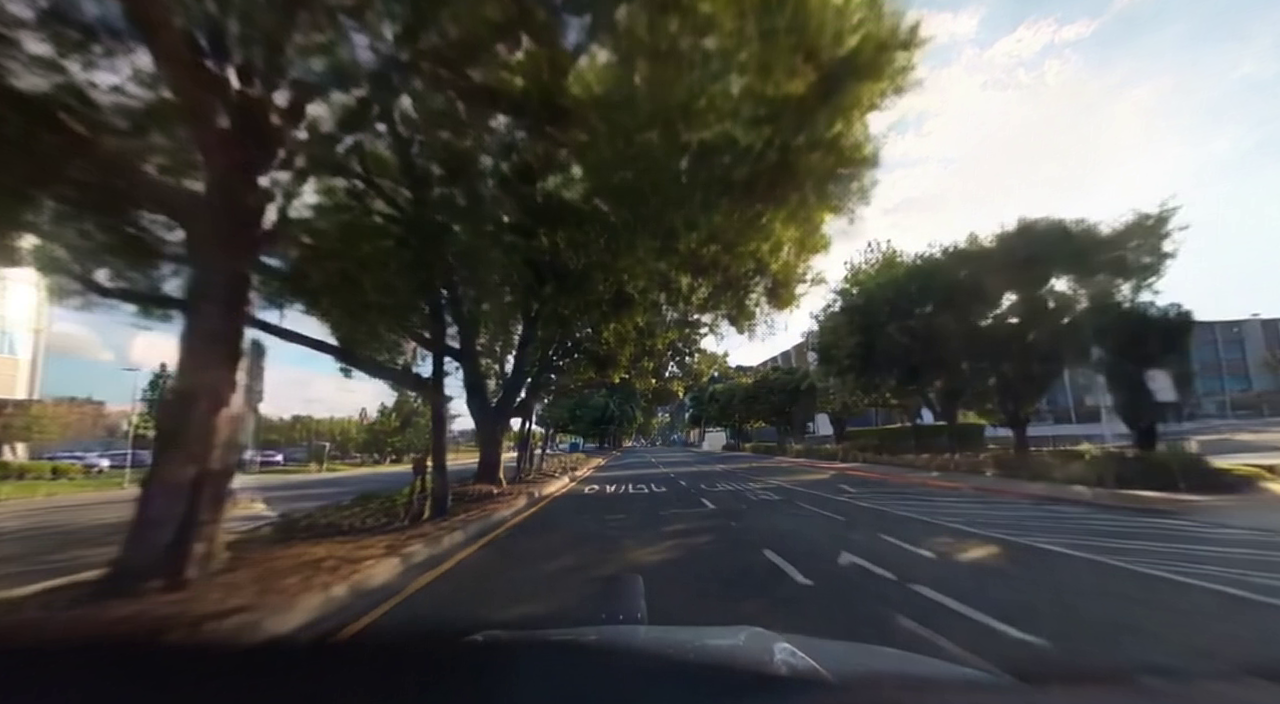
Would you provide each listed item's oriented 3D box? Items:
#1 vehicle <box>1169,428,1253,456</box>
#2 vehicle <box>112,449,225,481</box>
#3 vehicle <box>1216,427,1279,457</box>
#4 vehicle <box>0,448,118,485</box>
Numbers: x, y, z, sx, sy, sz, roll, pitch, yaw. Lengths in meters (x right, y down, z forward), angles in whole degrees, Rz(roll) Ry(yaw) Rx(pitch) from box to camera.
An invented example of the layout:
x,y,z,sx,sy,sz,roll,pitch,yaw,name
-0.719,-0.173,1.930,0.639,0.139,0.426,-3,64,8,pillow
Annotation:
x,y,z,sx,sy,sz,roll,pitch,yaw,name
34.386,5.431,38.071,3.470,1.424,1.592,-3,-9,-4,vehicle
-26.551,6.356,35.692,4.673,1.717,2.044,0,-8,1,vehicle
34.735,5.007,35.255,3.484,1.433,1.608,-3,-9,-3,vehicle
-32.246,6.262,34.824,2.122,1.886,4.993,-8,-12,43,vehicle
